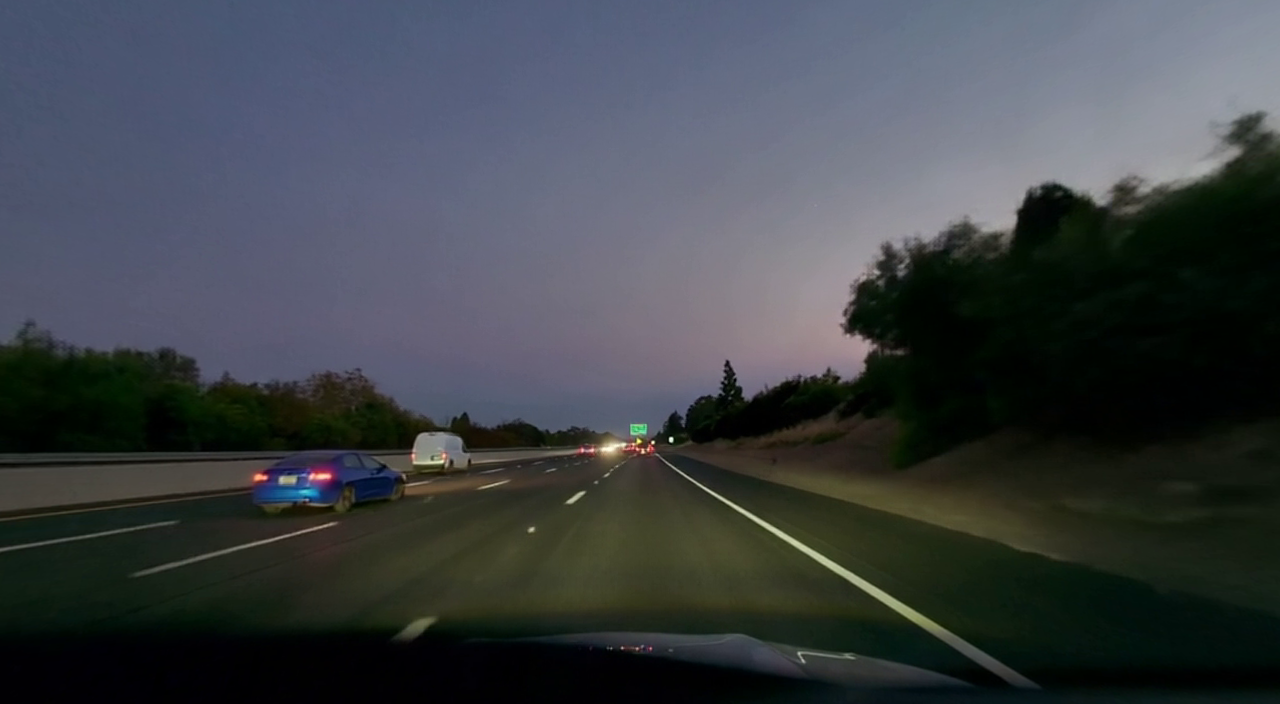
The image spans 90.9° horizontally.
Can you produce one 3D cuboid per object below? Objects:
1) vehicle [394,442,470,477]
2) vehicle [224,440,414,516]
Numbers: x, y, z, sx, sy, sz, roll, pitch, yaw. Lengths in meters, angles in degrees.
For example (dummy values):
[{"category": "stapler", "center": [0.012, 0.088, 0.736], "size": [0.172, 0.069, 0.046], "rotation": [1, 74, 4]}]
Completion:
[{"category": "vehicle", "center": [-10.969, 5.681, 33.692], "size": [2.249, 1.735, 5.018], "rotation": [0, -8, 1]}, {"category": "vehicle", "center": [-7.236, 2.862, 14.938], "size": [1.981, 1.486, 4.735], "rotation": [0, -8, 1]}]
